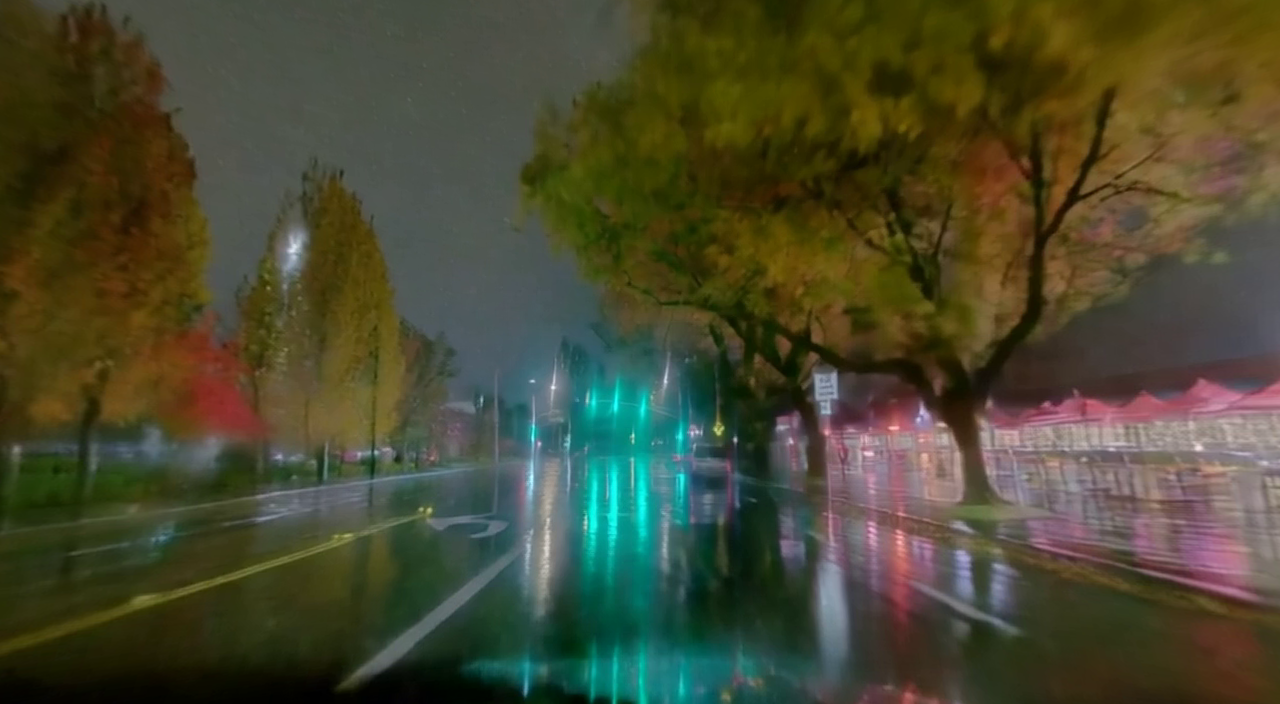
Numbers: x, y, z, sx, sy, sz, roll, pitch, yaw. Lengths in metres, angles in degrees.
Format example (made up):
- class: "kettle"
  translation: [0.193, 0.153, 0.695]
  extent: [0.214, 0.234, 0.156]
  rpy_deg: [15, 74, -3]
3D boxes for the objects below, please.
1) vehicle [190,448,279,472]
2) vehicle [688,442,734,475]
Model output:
- class: "vehicle"
  translation: [-26.107, 6.966, 40.821]
  extent: [4.402, 1.449, 1.880]
  rpy_deg: [3, -8, -18]
- class: "vehicle"
  translation: [3.955, 5.999, 35.878]
  extent: [1.957, 1.753, 4.413]
  rpy_deg: [0, -8, -2]
